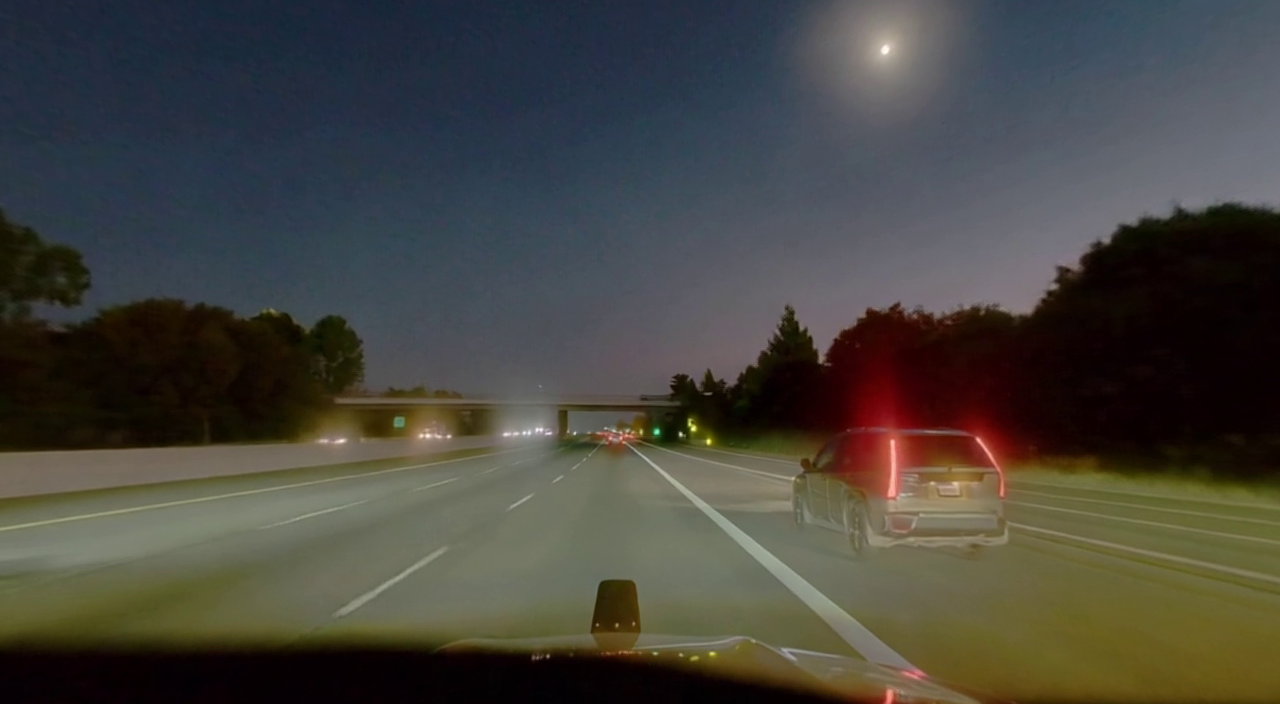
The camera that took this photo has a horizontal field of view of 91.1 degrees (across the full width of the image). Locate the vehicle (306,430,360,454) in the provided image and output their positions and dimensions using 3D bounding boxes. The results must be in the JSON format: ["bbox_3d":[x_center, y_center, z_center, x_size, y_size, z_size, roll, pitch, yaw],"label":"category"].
[{"bbox_3d":[-22.430,6.562,46.117,1.946,1.673,4.223,0,-8,-2],"label":"vehicle"}]
